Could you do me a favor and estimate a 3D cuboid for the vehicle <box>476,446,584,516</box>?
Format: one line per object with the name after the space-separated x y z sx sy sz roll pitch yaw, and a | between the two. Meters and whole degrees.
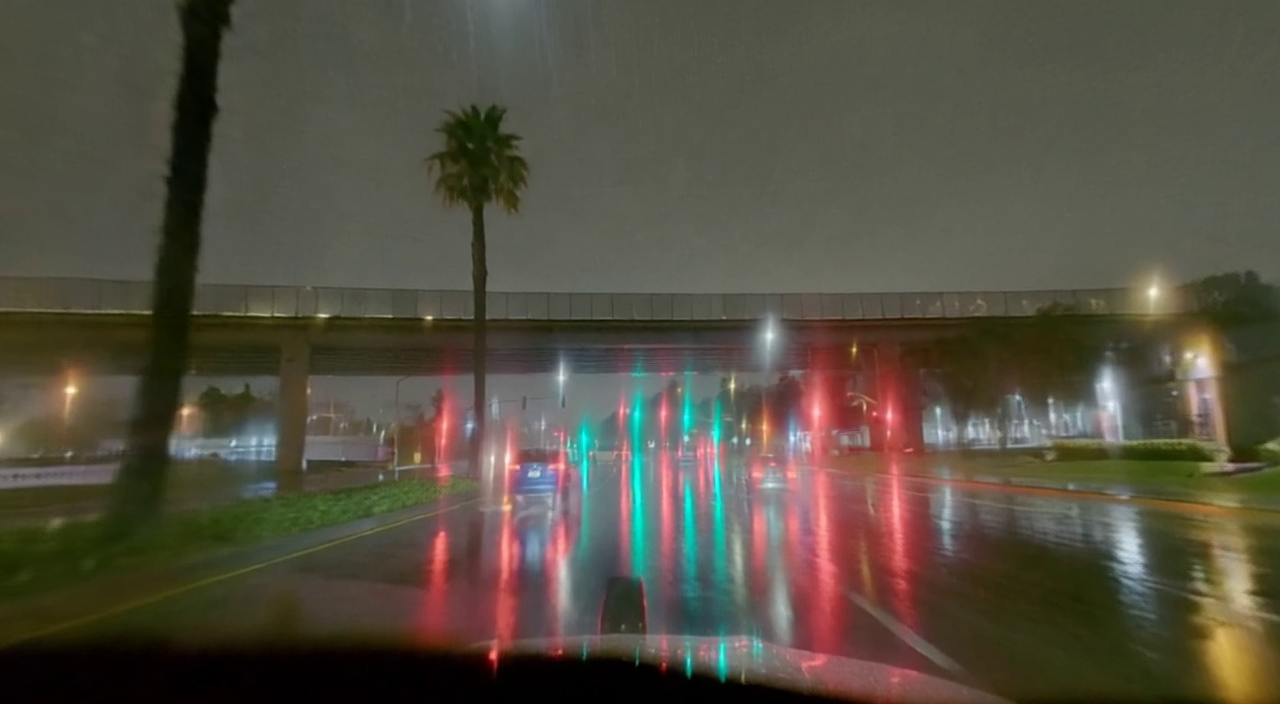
-2.555 3.100 15.642 2.111 1.506 4.018 0 -9 -3 | vehicle

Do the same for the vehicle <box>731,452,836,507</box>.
4.131 3.723 18.812 2.156 1.404 4.120 0 -9 0 | vehicle

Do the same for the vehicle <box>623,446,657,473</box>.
-0.020 7.188 42.083 2.172 1.694 4.055 0 -9 0 | vehicle
